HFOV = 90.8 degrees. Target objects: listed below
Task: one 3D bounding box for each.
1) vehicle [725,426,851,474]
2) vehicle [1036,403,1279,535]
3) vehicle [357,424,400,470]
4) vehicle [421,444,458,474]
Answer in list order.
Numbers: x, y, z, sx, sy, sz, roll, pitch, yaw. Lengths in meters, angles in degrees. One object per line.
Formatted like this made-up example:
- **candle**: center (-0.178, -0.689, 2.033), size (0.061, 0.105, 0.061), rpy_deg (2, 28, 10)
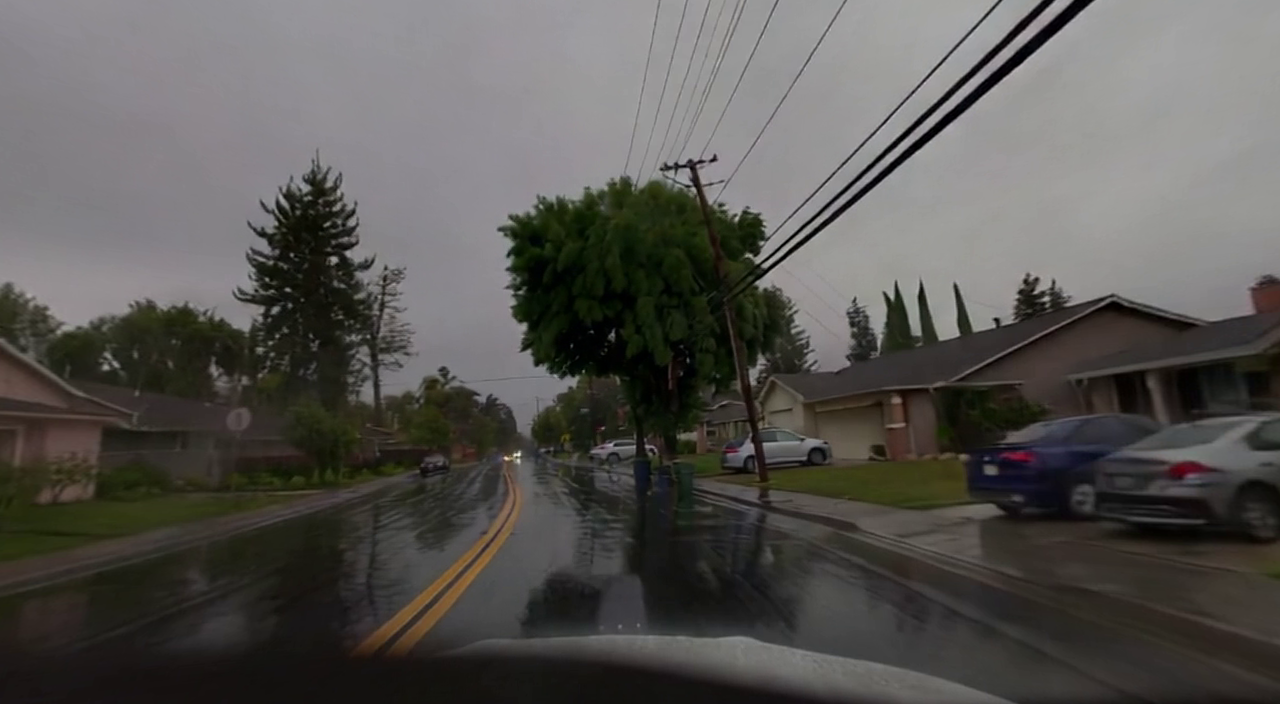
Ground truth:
- **vehicle**: center (5.767, 3.840, 24.919), size (4.337, 1.768, 1.962), rpy_deg (1, -8, -10)
- **vehicle**: center (8.178, 1.528, 8.531), size (4.382, 1.531, 1.925), rpy_deg (0, -8, -3)
- **vehicle**: center (-20.310, 7.454, 49.404), size (2.781, 3.221, 7.995), rpy_deg (2, -9, -21)
- **vehicle**: center (-14.059, 7.578, 44.516), size (2.046, 1.777, 4.473), rpy_deg (-1, -11, -12)
